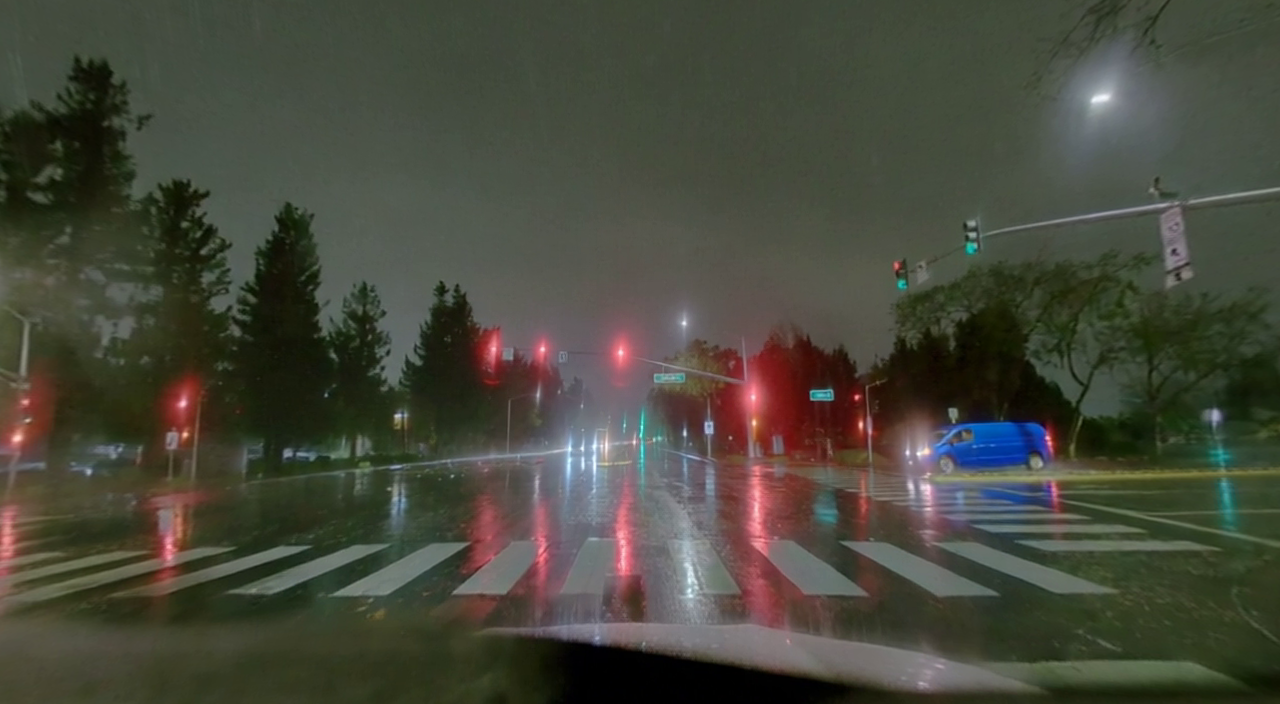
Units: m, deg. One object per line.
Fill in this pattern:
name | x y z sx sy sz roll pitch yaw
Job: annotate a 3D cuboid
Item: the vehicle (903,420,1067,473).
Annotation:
vehicle | 12.436 3.428 22.962 4.790 1.798 1.909 0 -8 1
